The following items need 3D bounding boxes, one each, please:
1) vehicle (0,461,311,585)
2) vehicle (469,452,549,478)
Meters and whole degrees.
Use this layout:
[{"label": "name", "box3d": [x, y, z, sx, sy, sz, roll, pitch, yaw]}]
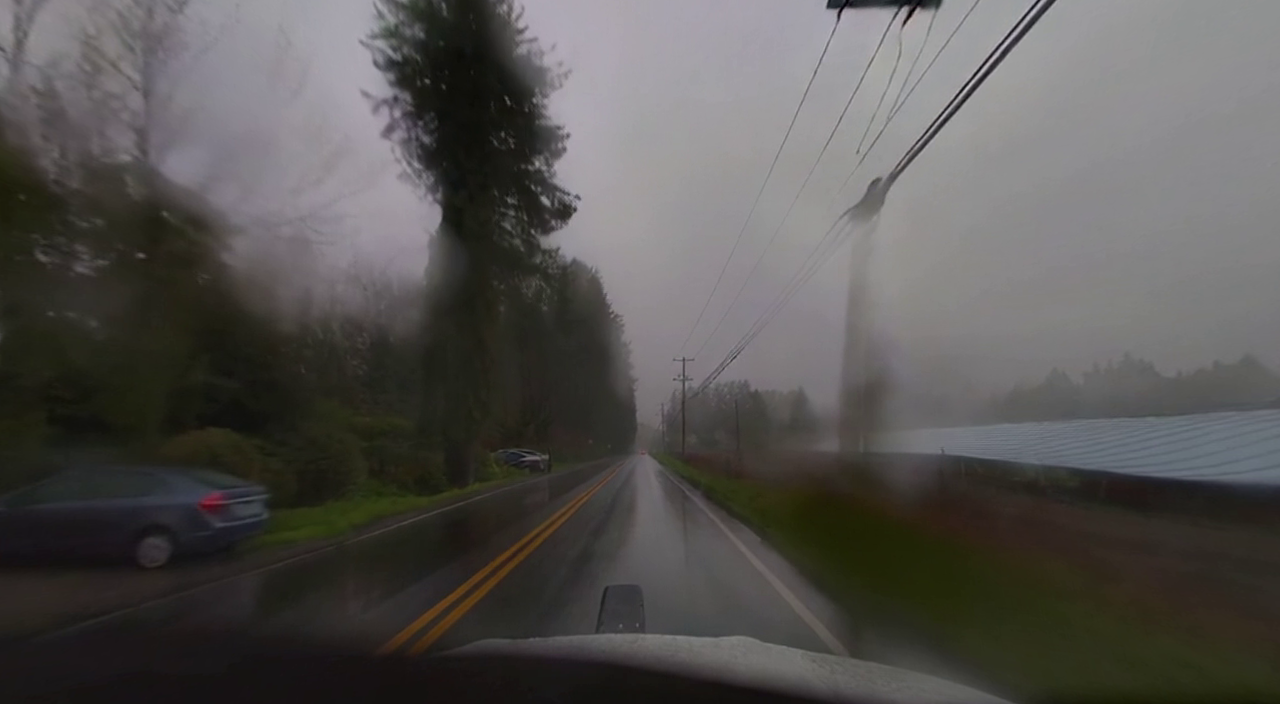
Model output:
[{"label": "vehicle", "box3d": [-7.872, 2.384, 9.392, 4.954, 1.449, 2.141, -2, -9, 12]}, {"label": "vehicle", "box3d": [-8.161, 7.057, 39.581, 4.525, 1.499, 1.934, 0, -8, 1]}]
